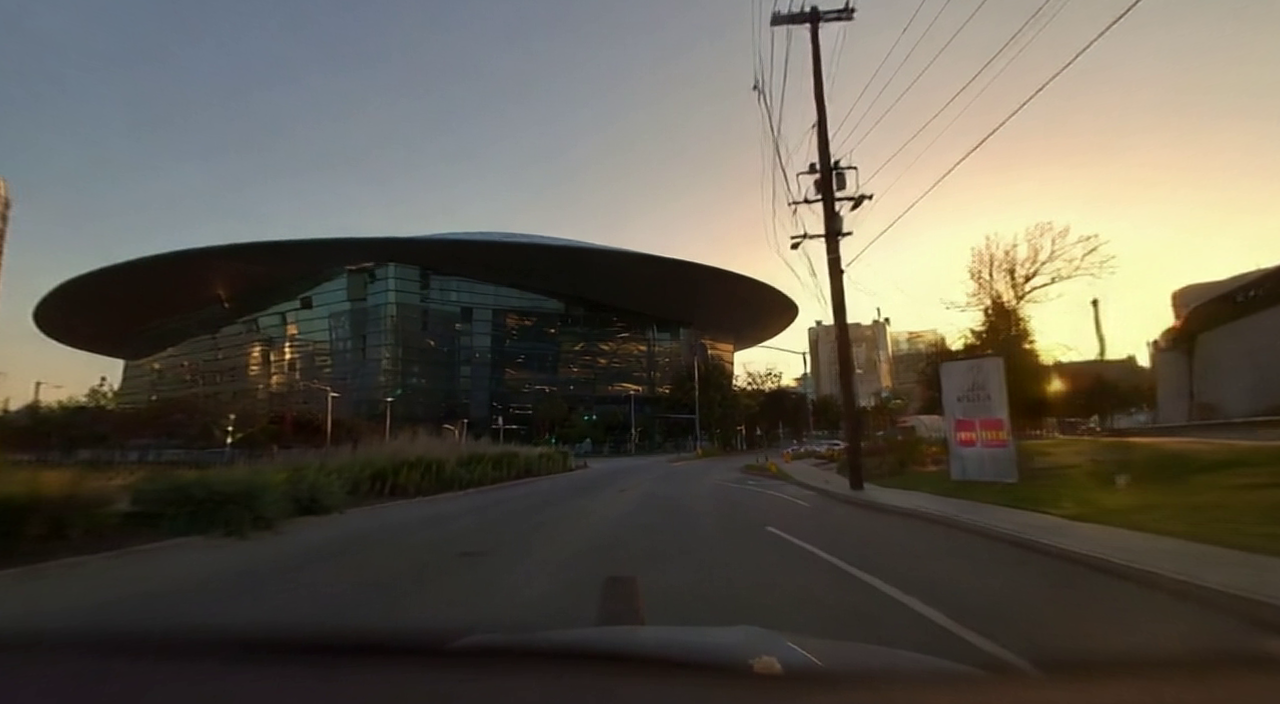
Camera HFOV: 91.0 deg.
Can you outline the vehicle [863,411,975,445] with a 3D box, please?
[{"bbox_3d":[16.638,4.617,37.920,5.745,1.902,2.244,-2,-9,13],"label":"vehicle"}]
